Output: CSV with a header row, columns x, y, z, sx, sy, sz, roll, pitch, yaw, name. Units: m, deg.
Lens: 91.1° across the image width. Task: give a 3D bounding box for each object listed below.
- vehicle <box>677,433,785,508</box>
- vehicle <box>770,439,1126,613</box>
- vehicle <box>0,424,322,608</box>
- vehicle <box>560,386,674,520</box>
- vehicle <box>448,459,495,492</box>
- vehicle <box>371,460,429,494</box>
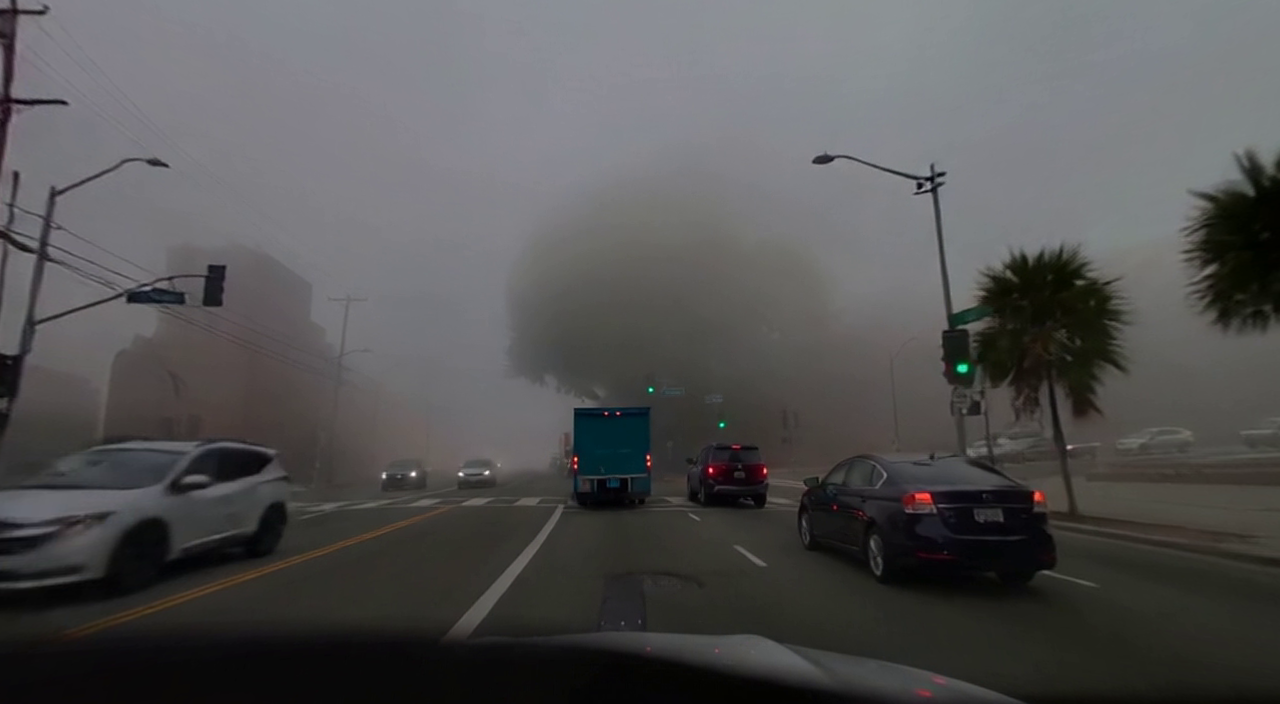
x,y,z,sx,sy,sz,roll,pitch,yaw,name
2.574,3.584,19.394,2.157,1.944,5.423,1,-9,-4,vehicle
3.229,1.911,7.935,1.978,1.507,4.636,0,-9,-2,vehicle
-6.330,1.916,8.245,2.058,1.730,4.466,0,-9,-2,vehicle
-0.824,2.729,17.085,2.517,2.926,6.177,1,-9,-6,vehicle
-8.614,6.343,32.438,1.878,1.540,3.939,1,-9,-9,vehicle
-12.891,6.695,33.972,1.959,1.636,4.159,1,-9,-8,vehicle
